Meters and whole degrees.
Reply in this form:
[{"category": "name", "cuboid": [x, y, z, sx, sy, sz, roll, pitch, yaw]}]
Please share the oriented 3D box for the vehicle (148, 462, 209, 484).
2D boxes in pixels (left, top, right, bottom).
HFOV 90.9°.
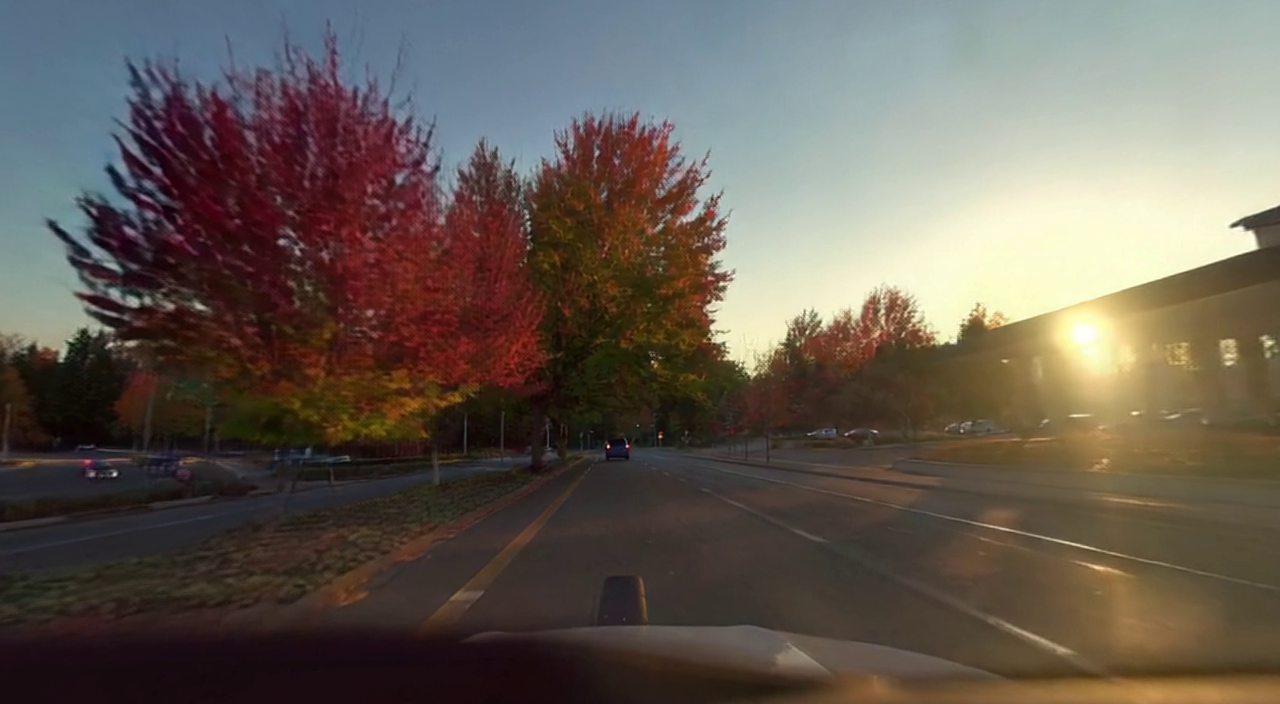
[{"category": "vehicle", "cuboid": [-36.244, 9.514, 49.639, 1.784, 1.536, 3.893, 0, -8, 0]}]
